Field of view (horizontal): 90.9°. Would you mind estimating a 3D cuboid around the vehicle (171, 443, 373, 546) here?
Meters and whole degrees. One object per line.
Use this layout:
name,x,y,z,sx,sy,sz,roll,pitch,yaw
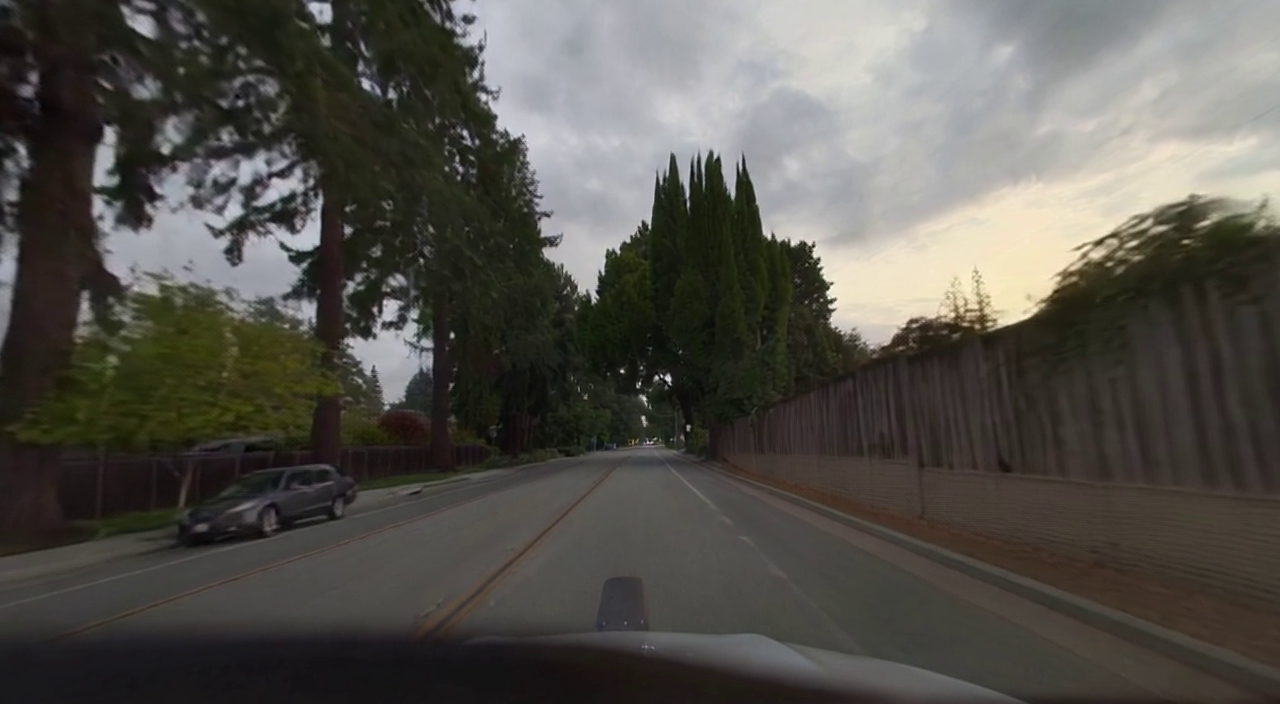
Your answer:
vehicle,-7.721,2.958,13.797,1.945,1.760,4.021,-3,-8,2
